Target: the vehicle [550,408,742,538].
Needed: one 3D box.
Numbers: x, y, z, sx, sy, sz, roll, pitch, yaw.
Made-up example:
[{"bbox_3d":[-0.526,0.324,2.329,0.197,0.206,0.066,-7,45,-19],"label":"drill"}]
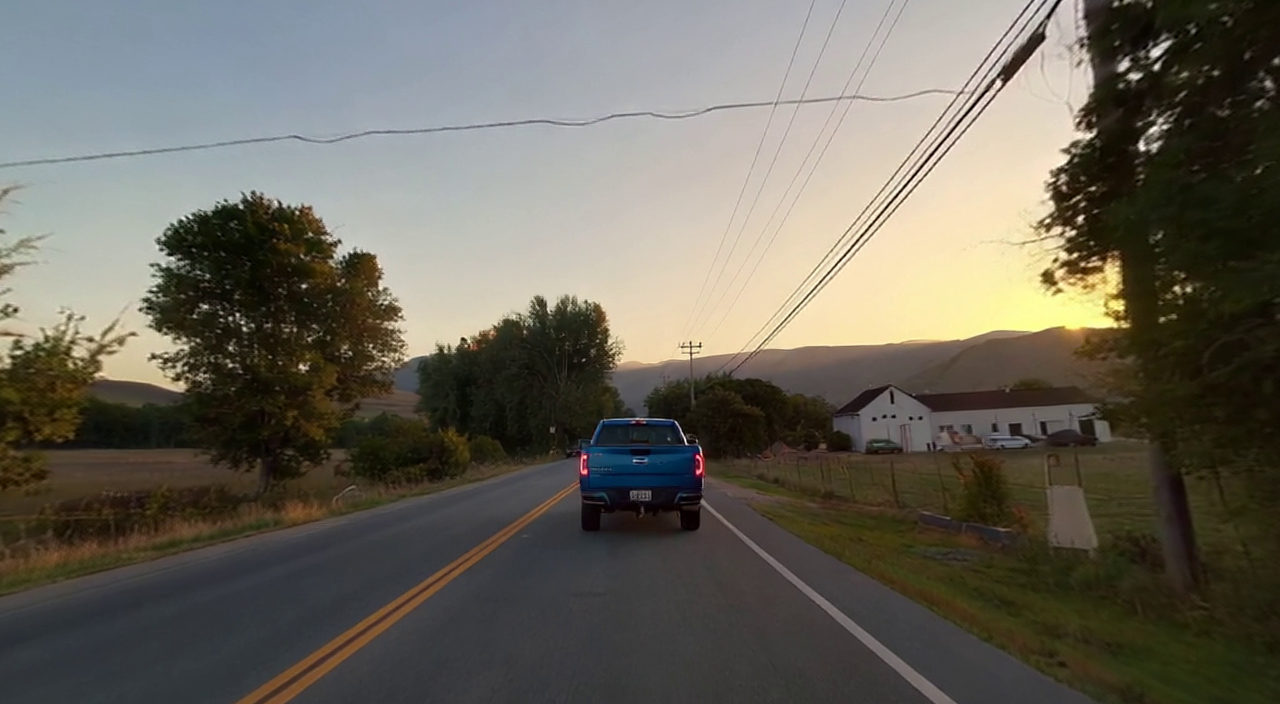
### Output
[{"bbox_3d":[0.035,2.197,12.153,2.774,1.861,5.885,0,-9,-1],"label":"vehicle"}]
